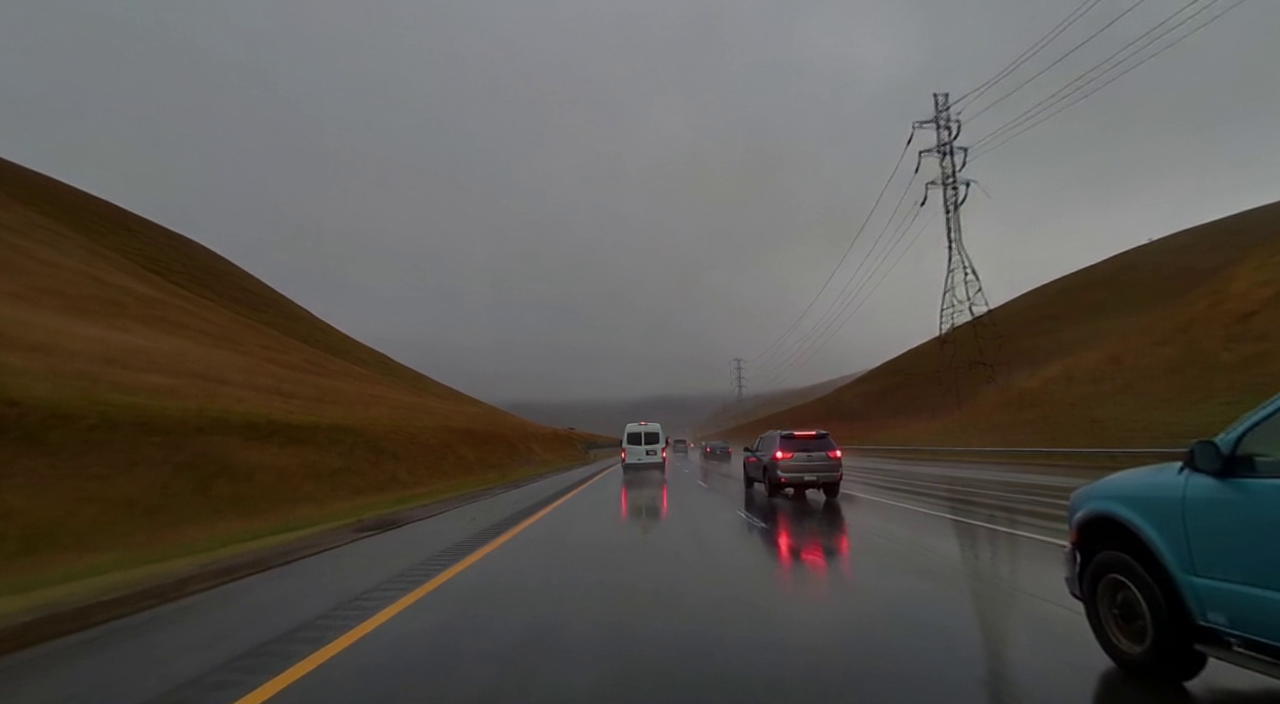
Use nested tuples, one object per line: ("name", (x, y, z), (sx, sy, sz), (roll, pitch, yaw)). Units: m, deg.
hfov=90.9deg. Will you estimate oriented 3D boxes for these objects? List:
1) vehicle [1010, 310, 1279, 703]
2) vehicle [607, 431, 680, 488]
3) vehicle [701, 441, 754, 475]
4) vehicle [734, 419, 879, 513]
("vehicle", (3.963, 0.619, 1.441), (2.691, 1.901, 5.744), (0, -9, -1))
("vehicle", (0.159, 3.700, 21.963), (2.268, 1.772, 4.523), (0, -9, 1))
("vehicle", (4.092, 5.029, 30.117), (1.938, 1.466, 4.356), (0, -9, 0))
("vehicle", (3.605, 2.575, 14.690), (2.139, 1.821, 4.480), (0, -8, 0))
